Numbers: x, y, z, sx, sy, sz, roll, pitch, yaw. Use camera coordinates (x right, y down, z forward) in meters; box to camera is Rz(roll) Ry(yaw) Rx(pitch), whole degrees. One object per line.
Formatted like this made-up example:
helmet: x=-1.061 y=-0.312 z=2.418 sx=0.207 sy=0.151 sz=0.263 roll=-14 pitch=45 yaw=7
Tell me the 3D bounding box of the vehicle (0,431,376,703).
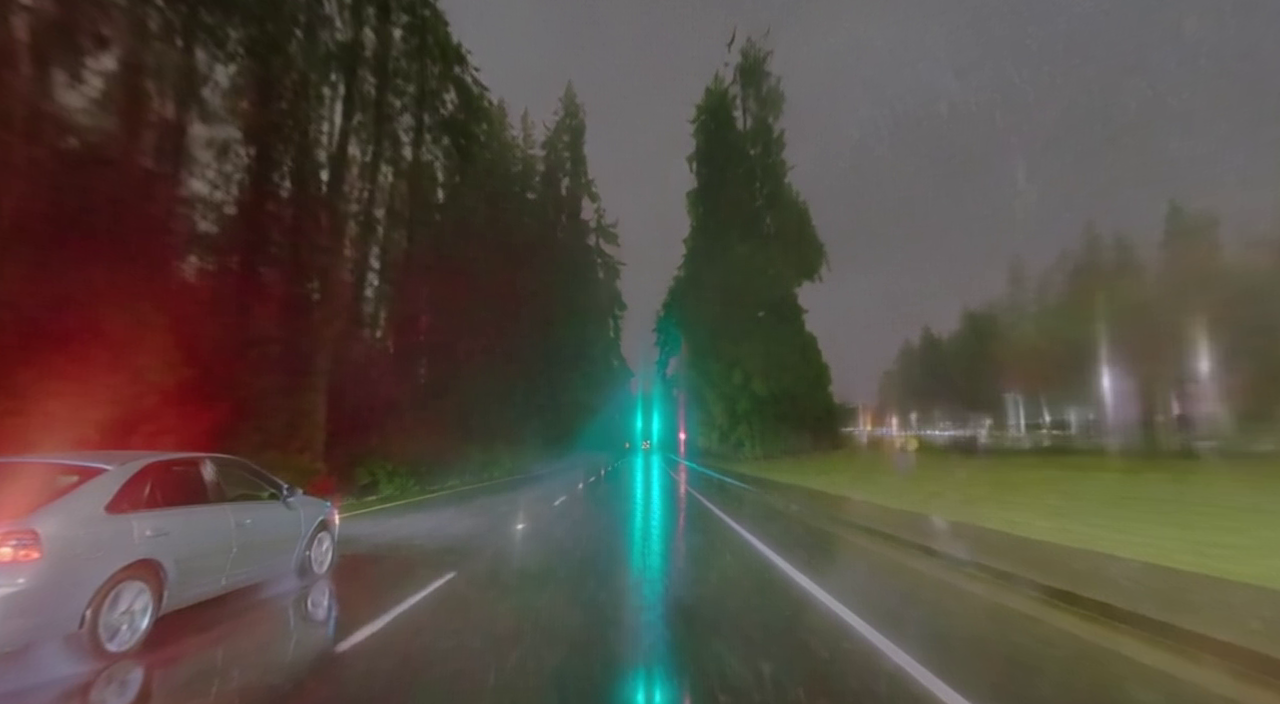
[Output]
vehicle: x=-4.058 y=1.425 z=5.211 sx=1.946 sy=1.437 sz=4.154 roll=0 pitch=-8 yaw=0
